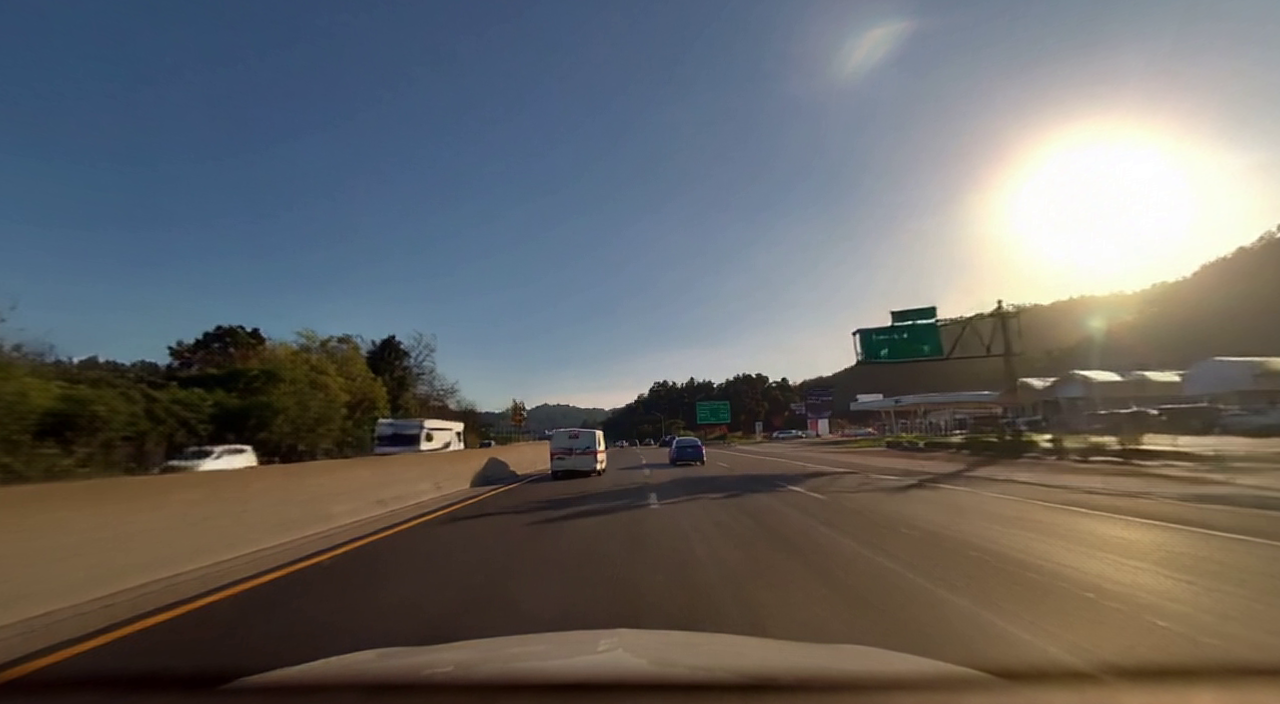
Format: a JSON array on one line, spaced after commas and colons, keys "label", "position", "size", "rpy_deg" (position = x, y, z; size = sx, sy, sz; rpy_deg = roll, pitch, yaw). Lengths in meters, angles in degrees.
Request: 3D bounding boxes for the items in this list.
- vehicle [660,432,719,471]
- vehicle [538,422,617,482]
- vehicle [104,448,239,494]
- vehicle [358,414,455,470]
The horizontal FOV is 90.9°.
[{"label": "vehicle", "position": [2.093, 4.362, 27.939], "size": [2.151, 1.550, 4.694], "rpy_deg": [0, -8, -1]}, {"label": "vehicle", "position": [-1.884, 3.178, 20.452], "size": [2.061, 1.732, 4.457], "rpy_deg": [0, -8, 1]}, {"label": "vehicle", "position": [-17.374, 4.410, 23.661], "size": [1.857, 1.465, 4.112], "rpy_deg": [0, -8, 1]}, {"label": "vehicle", "position": [-13.610, 5.292, 37.431], "size": [2.886, 2.972, 7.198], "rpy_deg": [0, -8, 1]}]
